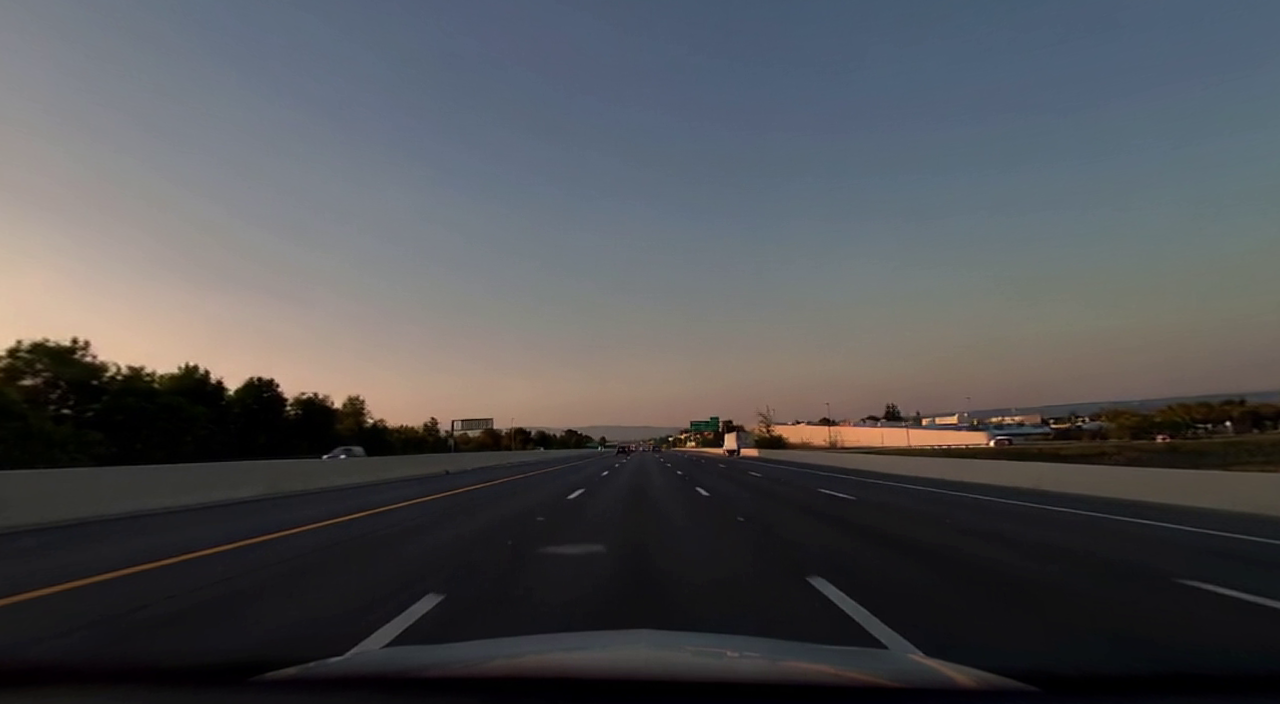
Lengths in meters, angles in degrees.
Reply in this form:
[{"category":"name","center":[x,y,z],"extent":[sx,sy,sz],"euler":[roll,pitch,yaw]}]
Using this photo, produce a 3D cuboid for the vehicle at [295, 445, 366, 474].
[{"category":"vehicle","center":[-21.595,7.492,44.371],"extent":[2.101,1.828,5.641],"euler":[0,-8,0]}]
